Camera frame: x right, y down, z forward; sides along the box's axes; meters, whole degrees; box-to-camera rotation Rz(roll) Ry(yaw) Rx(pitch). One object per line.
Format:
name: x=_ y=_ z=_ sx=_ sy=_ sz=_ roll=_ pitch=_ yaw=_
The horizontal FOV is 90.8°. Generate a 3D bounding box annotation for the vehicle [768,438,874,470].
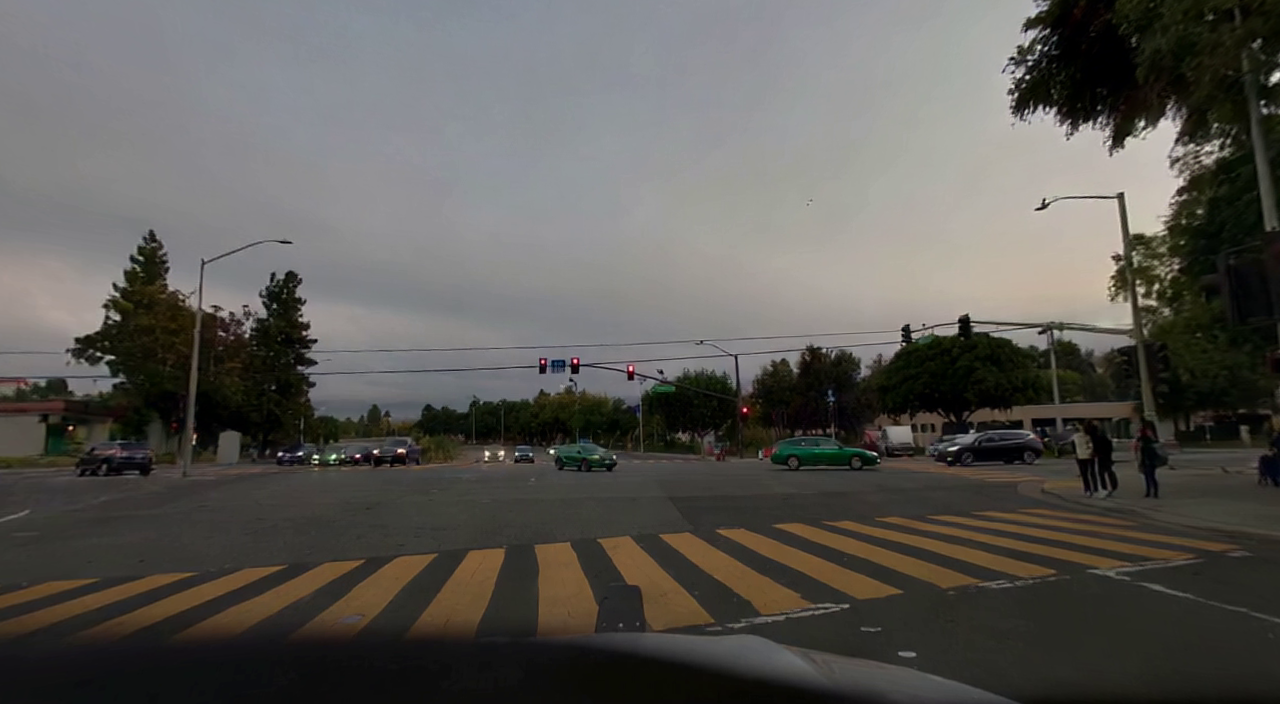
vehicle: x=8.982 y=5.109 z=31.642 sx=4.911 sy=1.504 sz=2.109 roll=-2 pitch=-9 yaw=14

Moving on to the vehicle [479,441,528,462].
vehicle: x=-10.150 y=7.464 z=47.396 sx=2.097 sy=1.484 sz=4.596 roll=-1 pitch=-9 yaw=8

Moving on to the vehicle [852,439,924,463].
vehicle: x=17.190 y=6.836 z=43.830 sx=4.524 sy=1.560 sz=2.052 roll=4 pitch=-10 yaw=-26

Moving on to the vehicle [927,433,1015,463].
vehicle: x=20.081 y=5.825 z=38.302 sx=5.244 sy=1.717 sz=1.897 roll=4 pitch=-10 yaw=-27

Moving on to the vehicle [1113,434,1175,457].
vehicle: x=38.627 y=7.164 z=48.396 sx=4.122 sy=1.682 sz=1.930 roll=4 pitch=-9 yaw=-25

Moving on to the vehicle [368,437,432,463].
vehicle: x=-17.380 y=7.141 z=46.003 sx=2.189 sy=1.753 sz=4.785 roll=-1 pitch=-9 yaw=9

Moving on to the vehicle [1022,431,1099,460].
vehicle: x=28.309 y=6.295 z=42.481 sx=4.662 sy=1.840 sz=2.055 roll=4 pitch=-10 yaw=-26

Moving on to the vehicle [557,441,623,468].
vehicle: x=-2.961 y=5.859 z=36.344 sx=1.911 sy=1.415 sz=4.487 roll=5 pitch=-10 yaw=-31

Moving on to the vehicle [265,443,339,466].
vehicle: x=-21.825 y=6.637 z=41.001 sx=1.859 sy=1.415 sz=4.591 roll=-1 pitch=-9 yaw=8

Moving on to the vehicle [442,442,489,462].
vehicle: x=-13.173 y=7.585 z=47.864 sx=1.845 sy=1.426 sz=4.289 roll=-1 pitch=-9 yaw=8

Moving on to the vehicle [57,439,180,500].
vehicle: x=-14.276 y=3.123 z=17.208 sx=4.507 sy=1.428 sz=1.801 roll=-8 pitch=-11 yaw=41
